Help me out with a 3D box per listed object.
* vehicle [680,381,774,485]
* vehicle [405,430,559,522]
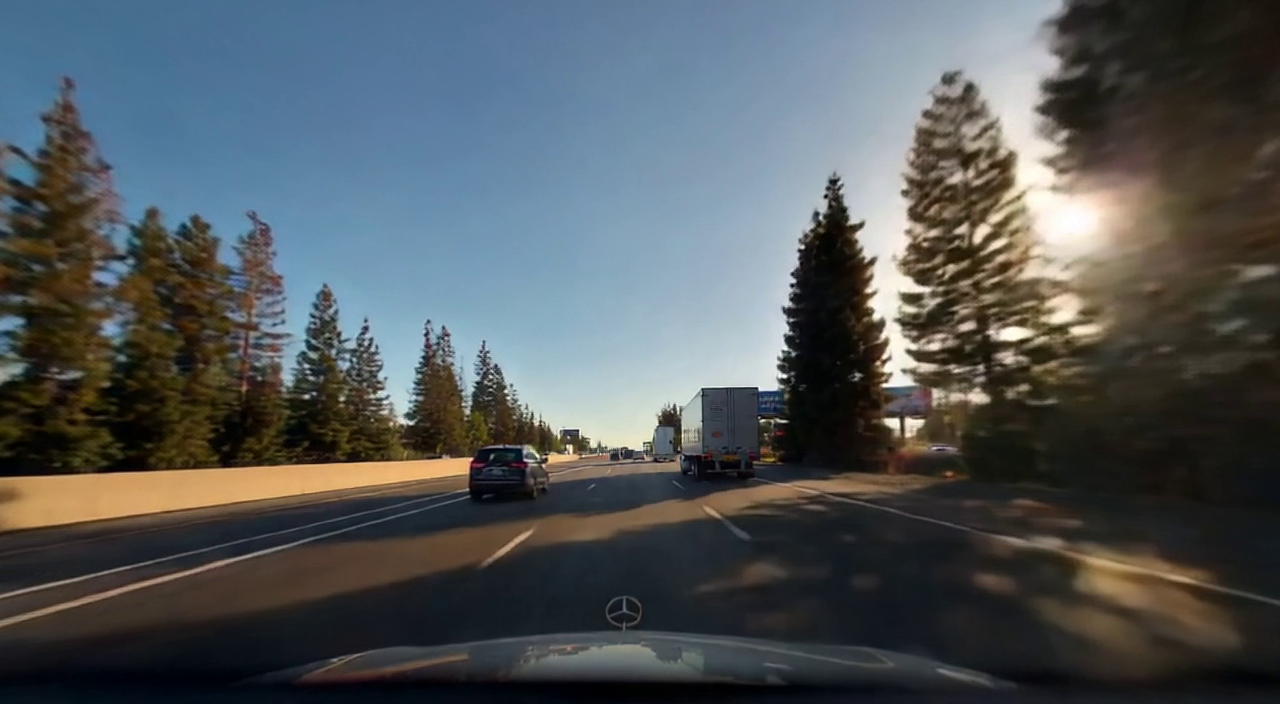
[{"bbox_3d":[4.037,4.441,33.241,2.826,4.269,14.176,0,-9,0],"label":"vehicle"},{"bbox_3d":[-3.454,2.838,14.957,2.291,1.788,4.825,0,-9,1],"label":"vehicle"}]
